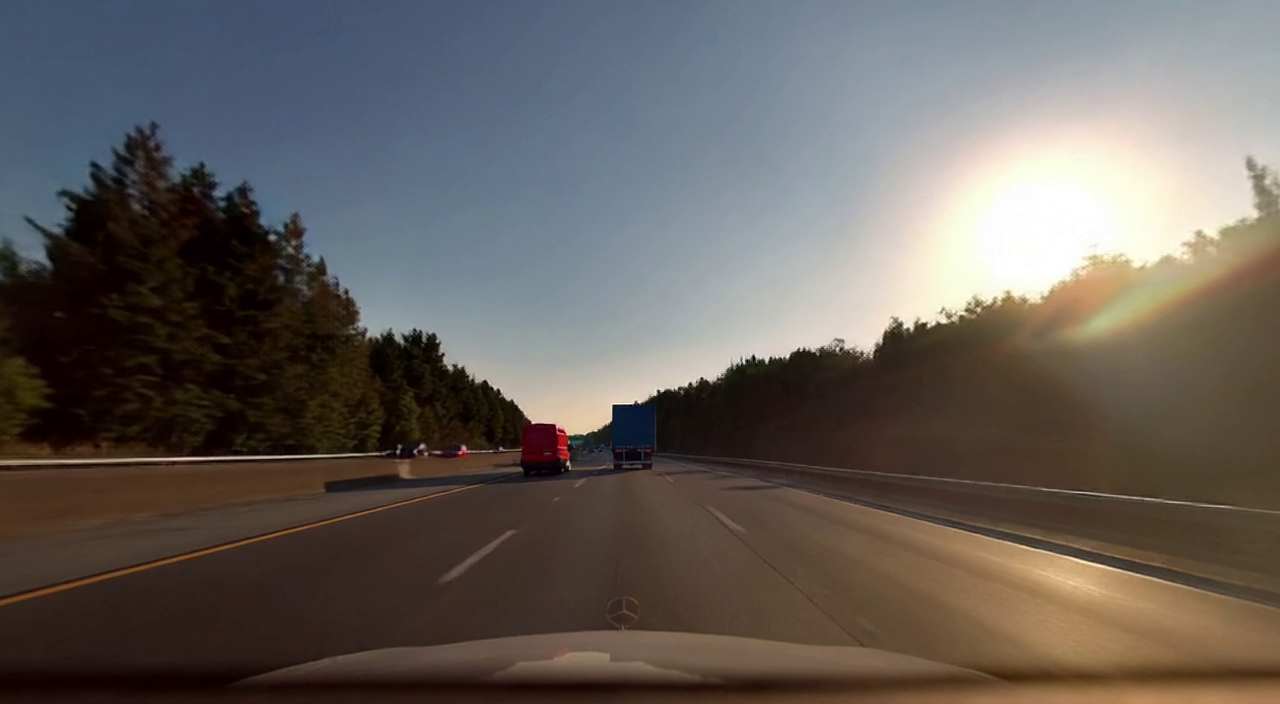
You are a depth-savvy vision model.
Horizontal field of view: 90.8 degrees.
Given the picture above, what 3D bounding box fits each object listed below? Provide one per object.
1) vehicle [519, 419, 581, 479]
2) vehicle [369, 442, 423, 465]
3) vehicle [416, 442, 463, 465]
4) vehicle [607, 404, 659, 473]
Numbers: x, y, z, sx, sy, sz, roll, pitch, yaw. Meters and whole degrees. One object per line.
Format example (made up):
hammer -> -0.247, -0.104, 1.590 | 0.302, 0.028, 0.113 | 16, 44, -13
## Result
vehicle -> -4.550, 5.070, 32.959 | 2.357, 2.786, 6.144 | 0, -9, -1
vehicle -> -17.230, 7.188, 44.788 | 1.977, 1.519, 4.809 | 0, -9, -1
vehicle -> -13.671, 6.942, 43.158 | 1.867, 1.486, 4.002 | 0, -9, 0
vehicle -> -0.542, 5.864, 42.111 | 2.995, 4.036, 10.311 | 0, -9, -2
